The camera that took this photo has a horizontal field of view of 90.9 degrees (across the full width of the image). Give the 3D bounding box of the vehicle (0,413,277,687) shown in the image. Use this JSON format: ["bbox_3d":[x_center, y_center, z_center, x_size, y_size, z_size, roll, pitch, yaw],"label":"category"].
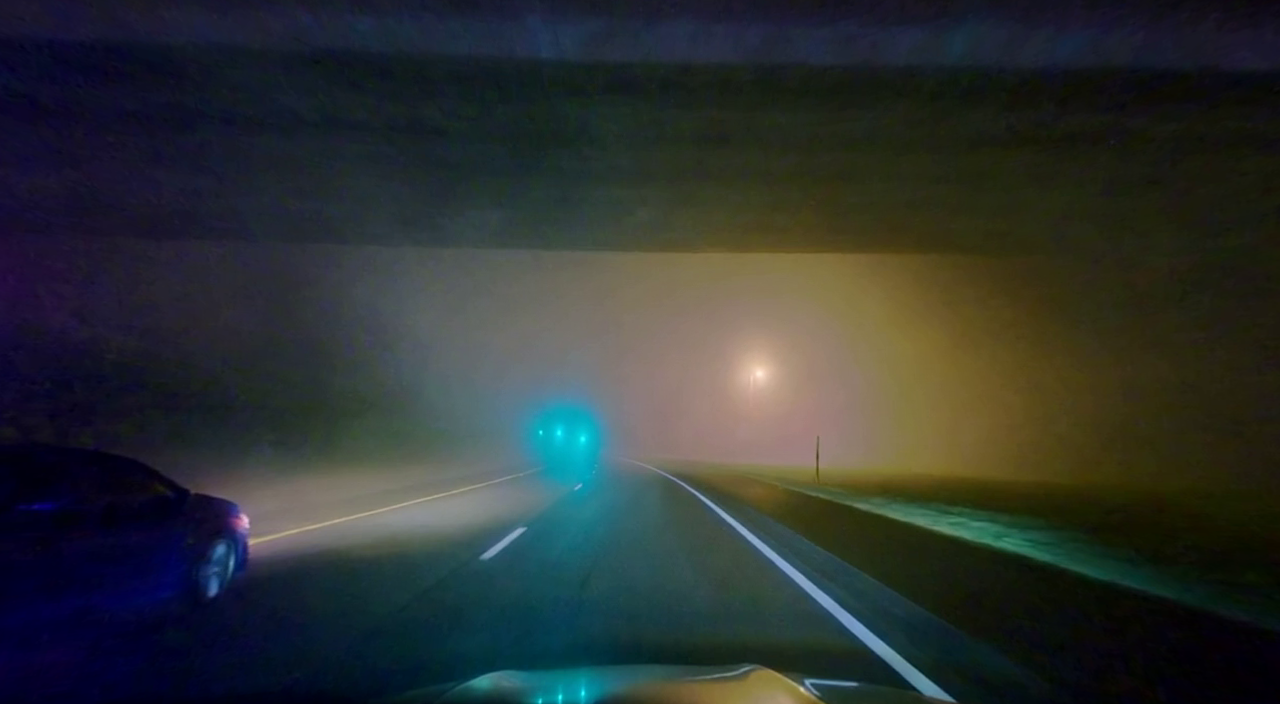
[{"bbox_3d":[-4.529,1.153,3.834,1.968,1.503,4.443,0,-9,0],"label":"vehicle"}]
